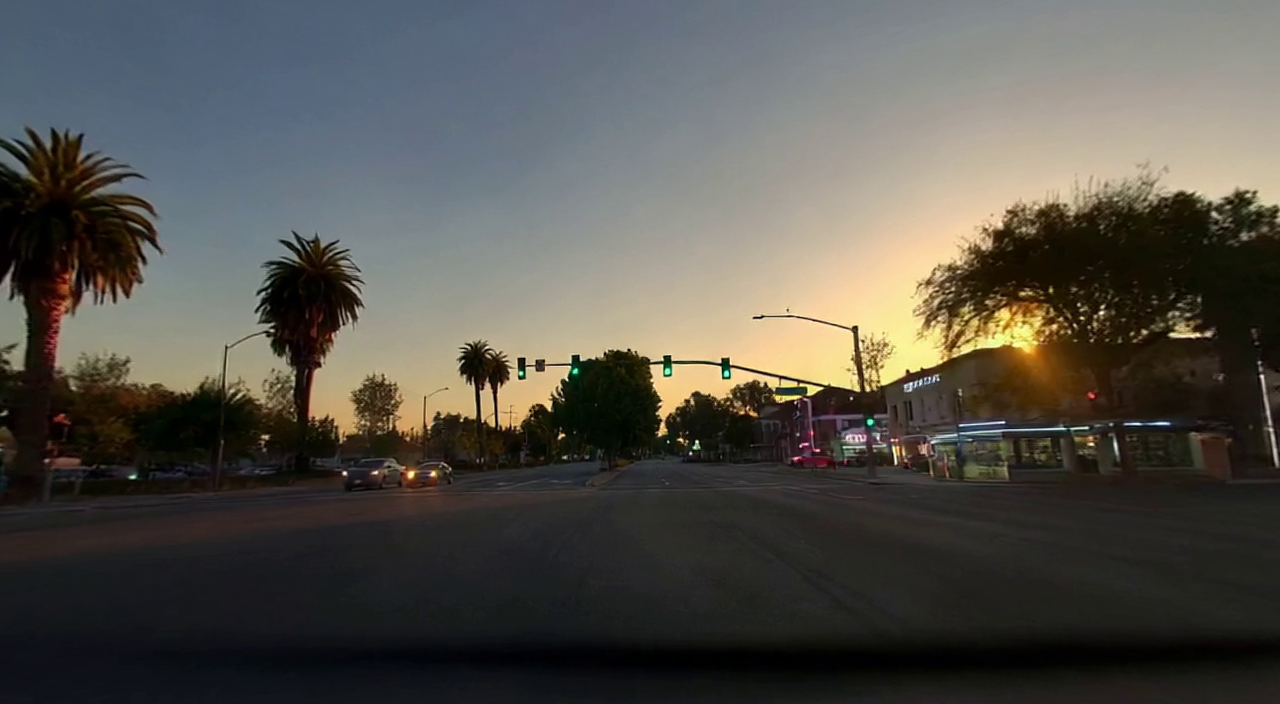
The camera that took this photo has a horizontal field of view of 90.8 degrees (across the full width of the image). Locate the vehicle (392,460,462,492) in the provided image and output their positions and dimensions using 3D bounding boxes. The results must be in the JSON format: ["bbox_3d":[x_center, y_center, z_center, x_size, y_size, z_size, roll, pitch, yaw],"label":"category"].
[{"bbox_3d":[-11.100,6.471,33.290,2.019,1.434,4.622,0,-8,1],"label":"vehicle"}]

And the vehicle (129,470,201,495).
[{"bbox_3d":[-35.018,9.628,46.747,1.906,1.528,4.535,0,-8,-2],"label":"vehicle"}]

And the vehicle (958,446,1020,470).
[{"bbox_3d":[24.702,7.514,44.720,3.381,1.424,2.059,1,-12,-24],"label":"vehicle"}]

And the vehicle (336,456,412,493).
[{"bbox_3d":[-14.388,6.642,34.539,1.976,1.758,4.986,0,-8,-1],"label":"vehicle"}]
